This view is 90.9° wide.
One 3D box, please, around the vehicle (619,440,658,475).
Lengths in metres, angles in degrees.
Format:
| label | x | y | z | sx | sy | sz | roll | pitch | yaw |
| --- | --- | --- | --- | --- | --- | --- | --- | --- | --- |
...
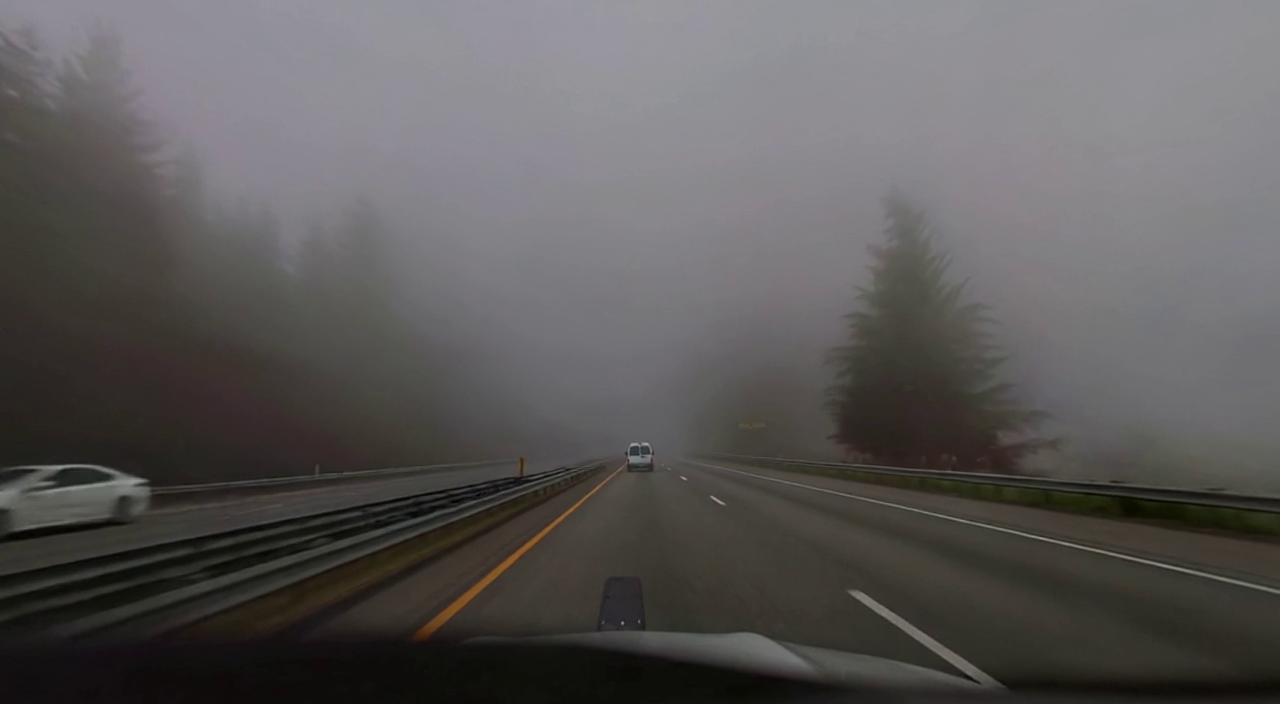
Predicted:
| label | x | y | z | sx | sy | sz | roll | pitch | yaw |
| --- | --- | --- | --- | --- | --- | --- | --- | --- | --- |
| vehicle | -0.080 | 6.078 | 36.482 | 2.105 | 1.865 | 4.102 | 0 | -9 | 0 |
